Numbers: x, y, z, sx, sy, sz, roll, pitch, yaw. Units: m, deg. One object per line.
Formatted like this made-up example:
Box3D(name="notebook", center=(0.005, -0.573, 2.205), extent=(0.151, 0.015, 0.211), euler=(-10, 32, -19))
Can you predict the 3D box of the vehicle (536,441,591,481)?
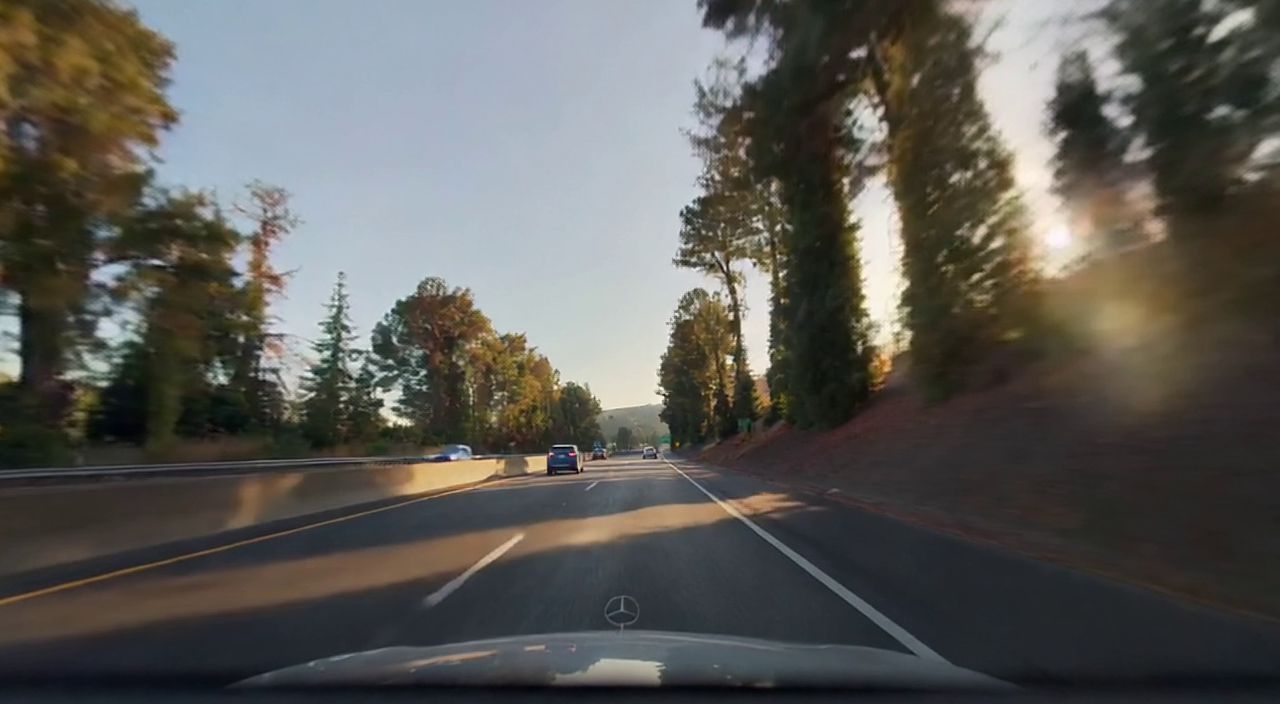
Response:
Box3D(name="vehicle", center=(-3.272, 4.765, 27.708), extent=(1.846, 1.600, 4.108), euler=(0, -9, 1))
